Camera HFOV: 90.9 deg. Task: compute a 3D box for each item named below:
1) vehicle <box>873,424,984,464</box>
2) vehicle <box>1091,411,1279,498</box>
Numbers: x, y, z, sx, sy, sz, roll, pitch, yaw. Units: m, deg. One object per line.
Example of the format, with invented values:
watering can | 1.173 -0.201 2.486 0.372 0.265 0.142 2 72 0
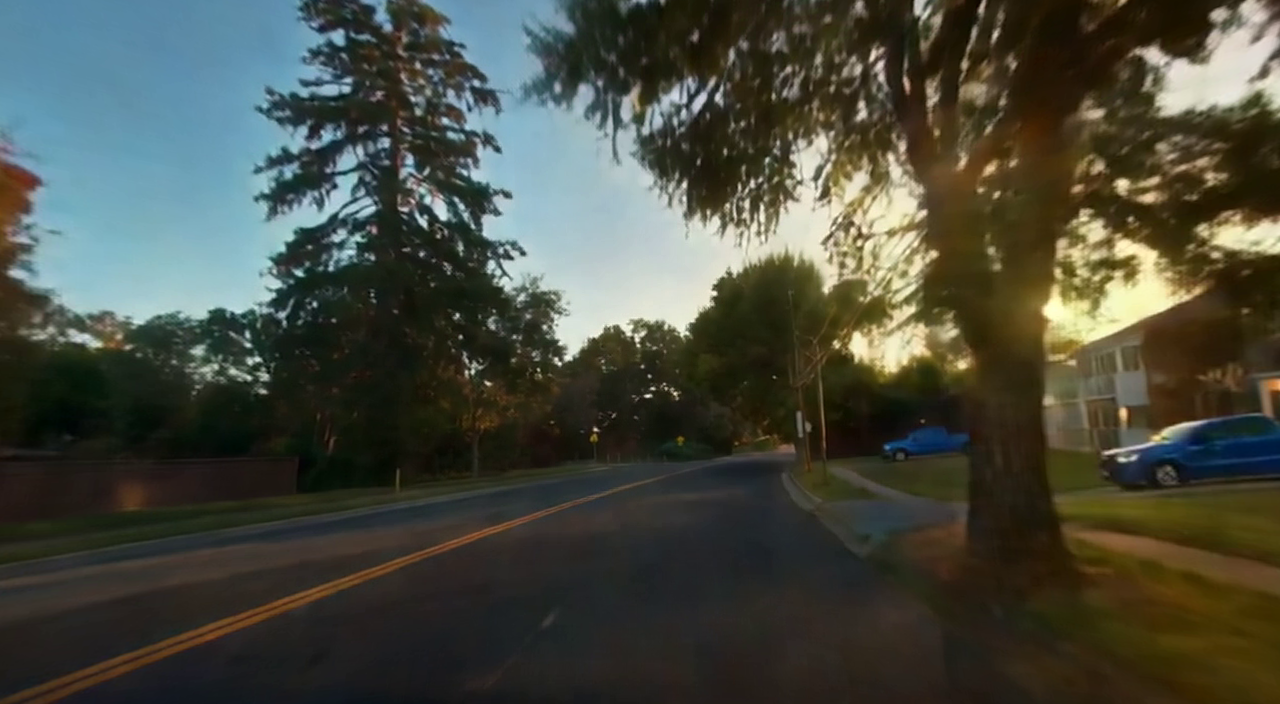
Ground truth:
vehicle | 17.169 5.566 37.901 5.704 1.788 2.095 -8 -12 17
vehicle | 12.184 1.953 12.507 4.644 1.441 2.074 -7 -10 14
